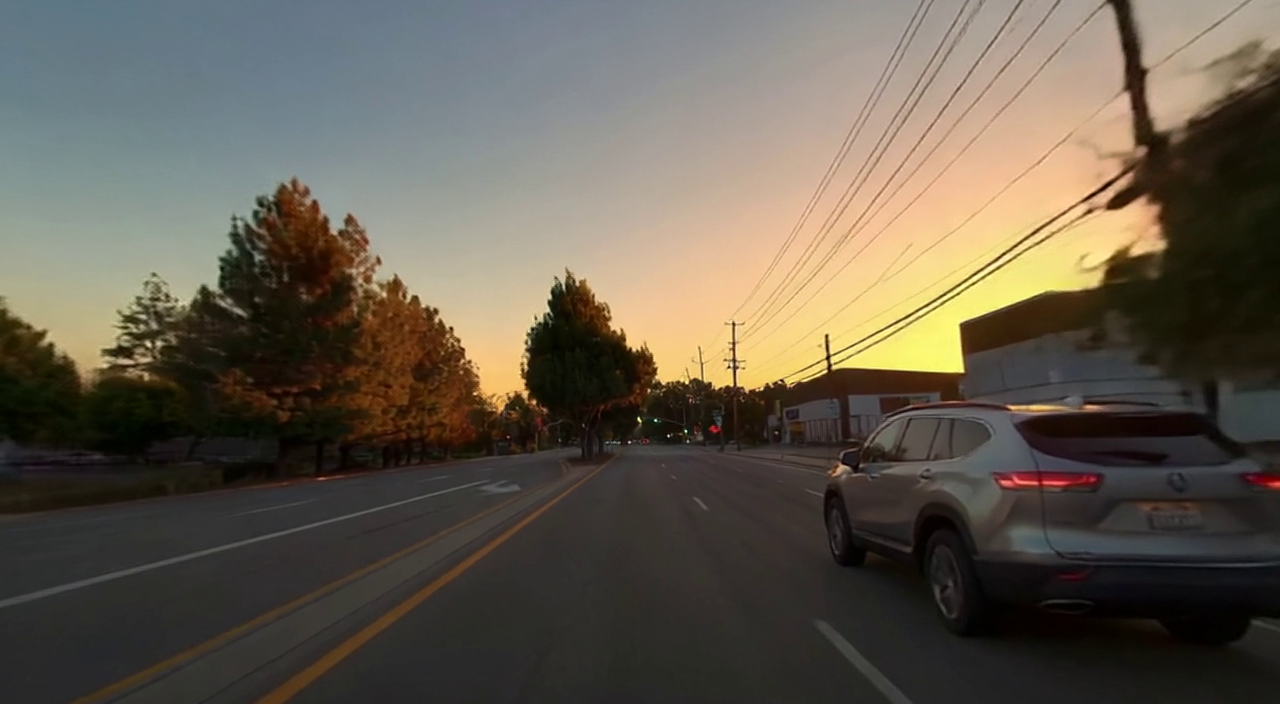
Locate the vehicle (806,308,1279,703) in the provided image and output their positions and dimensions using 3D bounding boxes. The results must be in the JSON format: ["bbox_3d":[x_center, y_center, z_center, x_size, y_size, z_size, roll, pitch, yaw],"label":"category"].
[{"bbox_3d":[3.008,1.049,4.961,2.060,1.820,4.713,0,-8,-1],"label":"vehicle"}]
